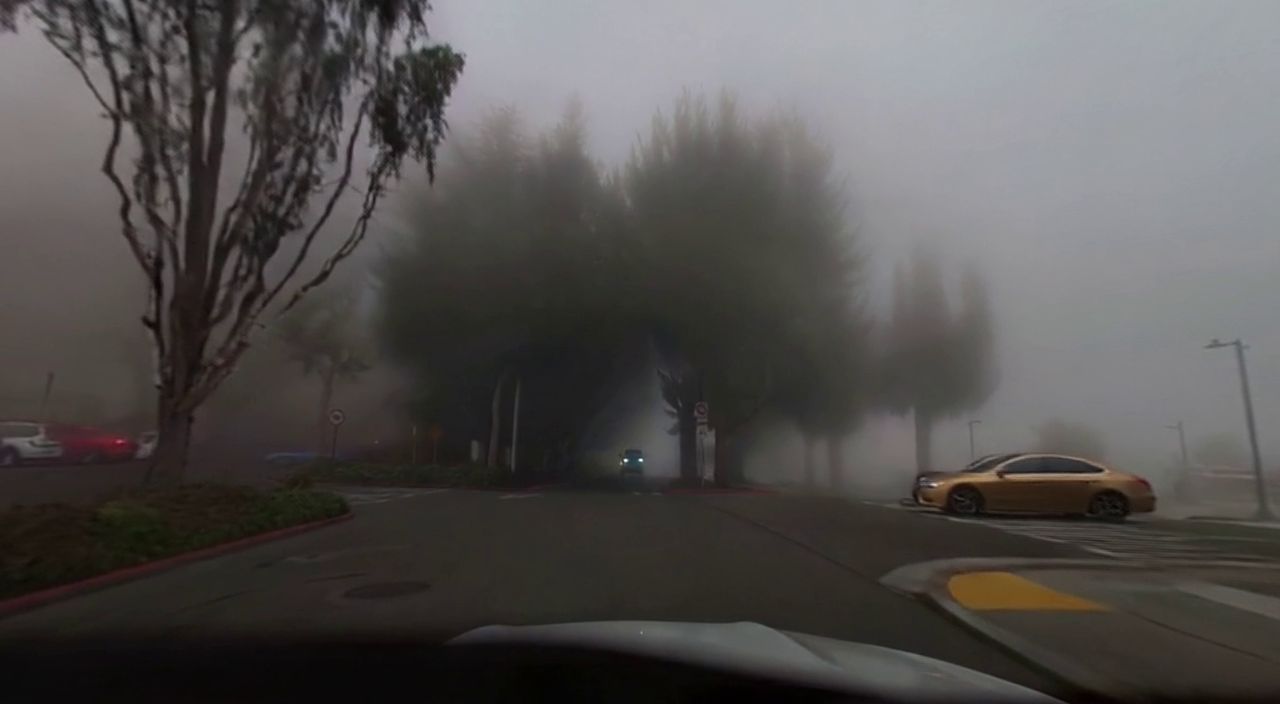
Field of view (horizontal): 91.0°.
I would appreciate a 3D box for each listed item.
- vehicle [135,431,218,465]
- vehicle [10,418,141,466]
[{"bbox_3d":[-25.937,5.345,35.389,1.870,1.563,4.039,-3,-6,-4],"label":"vehicle"},{"bbox_3d":[-22.332,3.664,25.140,1.675,1.587,3.980,-2,-12,-4],"label":"vehicle"}]
